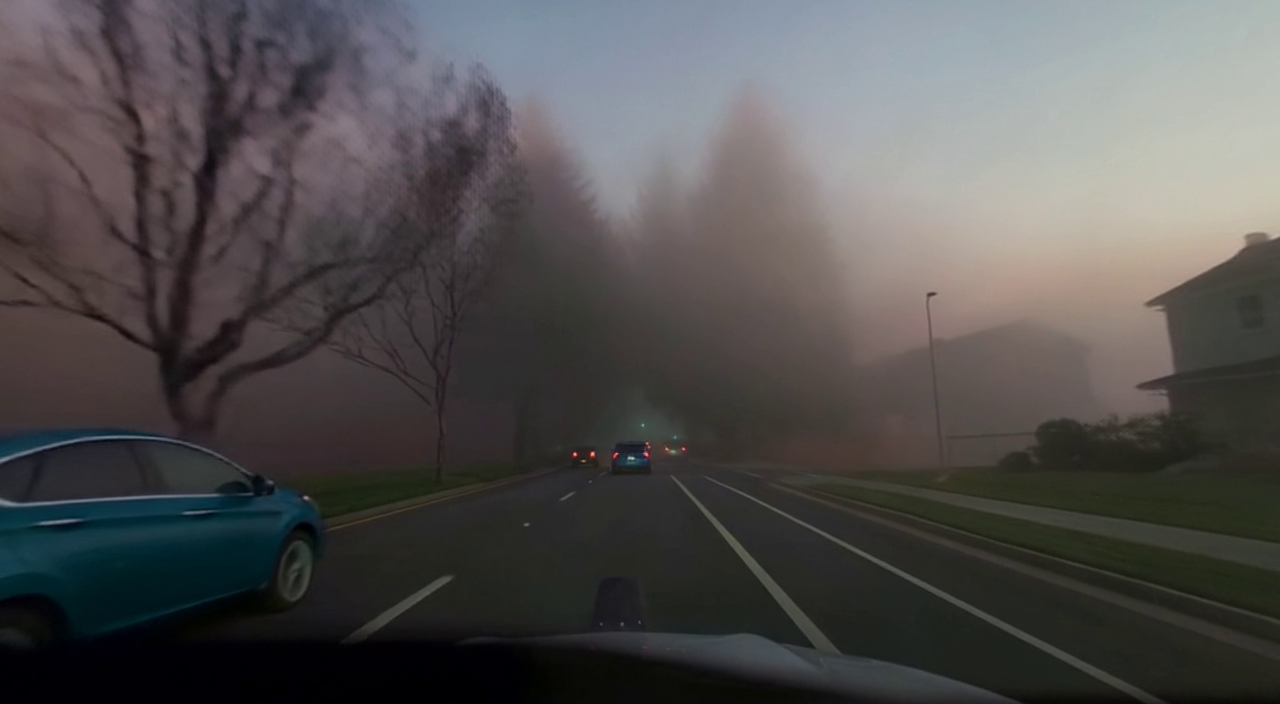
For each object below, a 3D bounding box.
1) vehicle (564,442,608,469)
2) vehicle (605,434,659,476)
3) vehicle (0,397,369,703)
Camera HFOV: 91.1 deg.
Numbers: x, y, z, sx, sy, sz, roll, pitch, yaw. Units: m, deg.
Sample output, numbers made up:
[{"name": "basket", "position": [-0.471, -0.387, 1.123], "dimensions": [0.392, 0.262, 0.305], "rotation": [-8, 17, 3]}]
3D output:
[{"name": "vehicle", "position": [-3.035, 5.920, 36.139], "dimensions": [2.032, 1.433, 4.458], "rotation": [0, -8, 1]}, {"name": "vehicle", "position": [-0.308, 4.574, 28.060], "dimensions": [2.220, 1.742, 4.047], "rotation": [0, -8, 1]}, {"name": "vehicle", "position": [-3.688, 1.051, 3.426], "dimensions": [2.105, 1.469, 4.978], "rotation": [0, -8, 1]}]
